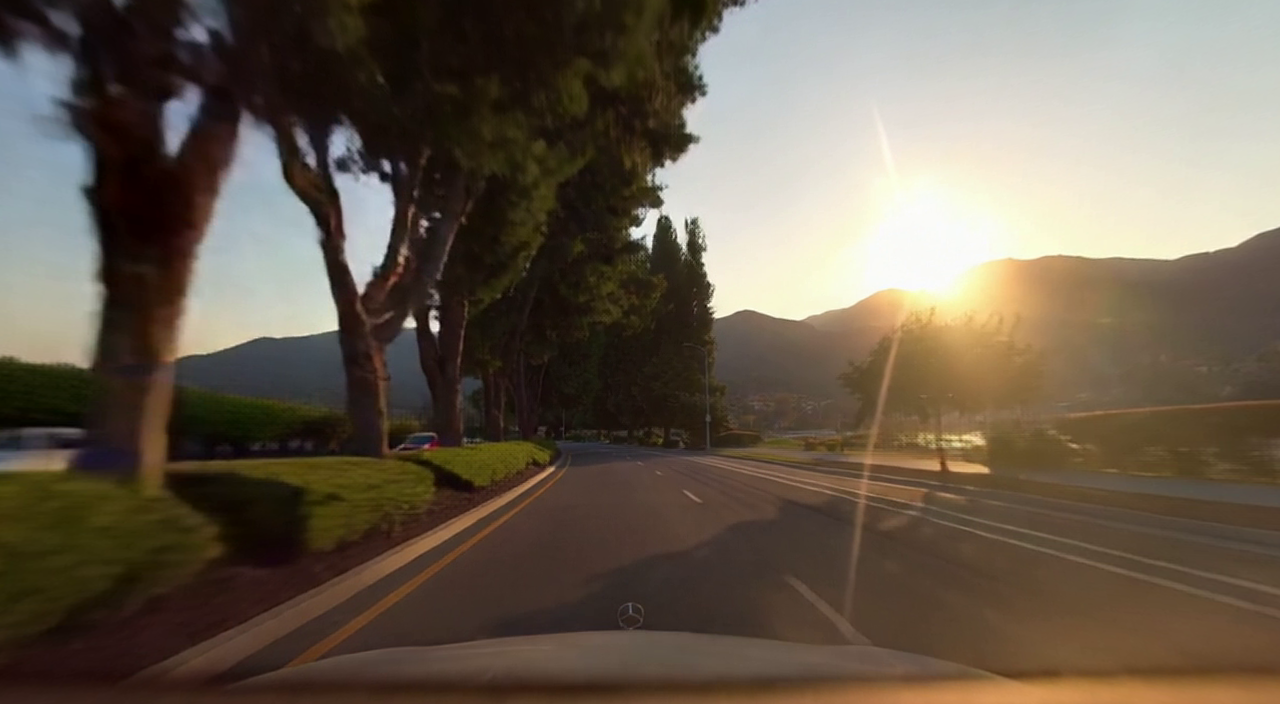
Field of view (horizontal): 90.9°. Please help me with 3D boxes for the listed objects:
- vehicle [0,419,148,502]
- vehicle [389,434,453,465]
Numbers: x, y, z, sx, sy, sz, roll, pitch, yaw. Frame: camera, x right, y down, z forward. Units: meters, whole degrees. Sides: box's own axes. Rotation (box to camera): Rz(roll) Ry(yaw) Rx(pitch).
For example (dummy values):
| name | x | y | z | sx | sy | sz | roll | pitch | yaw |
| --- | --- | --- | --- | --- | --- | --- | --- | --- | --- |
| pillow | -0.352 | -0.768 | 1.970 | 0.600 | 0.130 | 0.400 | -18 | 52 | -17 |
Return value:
| name | x | y | z | sx | sy | sz | roll | pitch | yaw |
| --- | --- | --- | --- | --- | --- | --- | --- | --- | --- |
| vehicle | -13.369 | 2.357 | 13.887 | 1.809 | 1.592 | 4.060 | 0 | -8 | -1 |
| vehicle | -11.090 | 4.967 | 32.204 | 2.055 | 1.471 | 4.317 | 1 | -8 | -5 |
